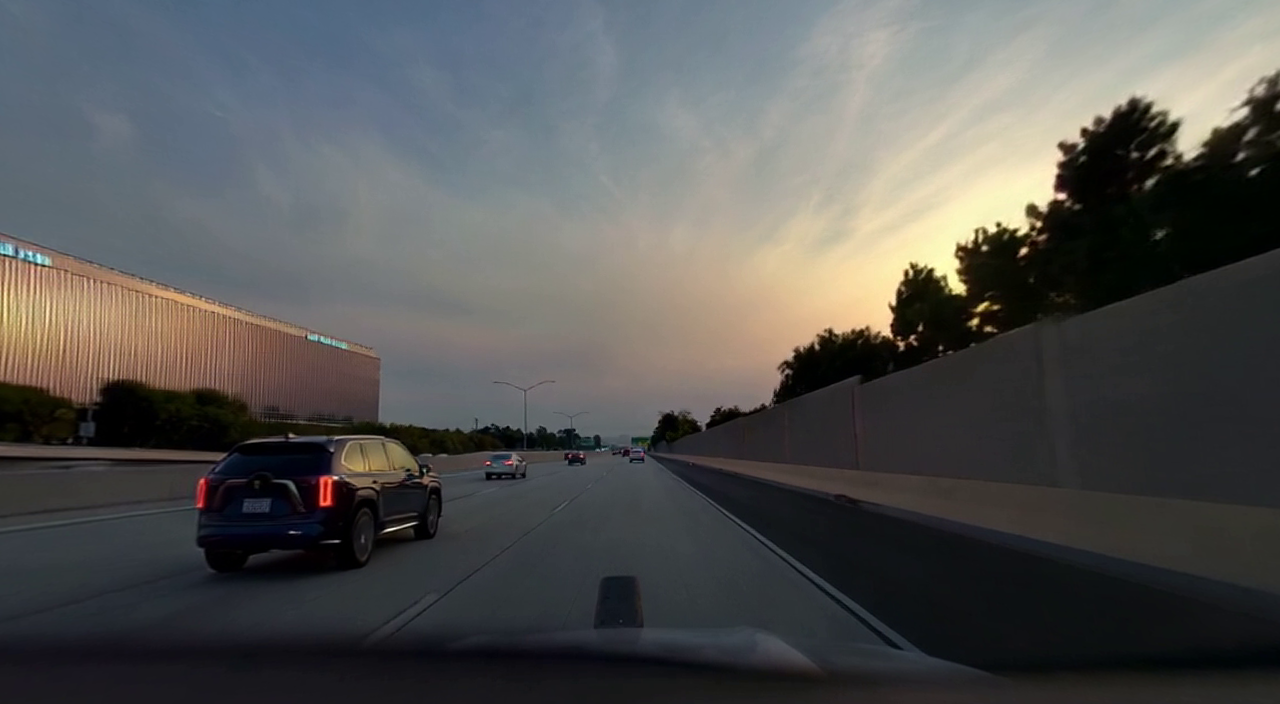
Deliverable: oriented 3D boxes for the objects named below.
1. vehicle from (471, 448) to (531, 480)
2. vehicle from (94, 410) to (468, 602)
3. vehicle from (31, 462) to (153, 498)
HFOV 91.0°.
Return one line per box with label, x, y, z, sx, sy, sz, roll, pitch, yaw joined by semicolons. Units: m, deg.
vehicle;-7.196;5.836;33.177;1.998;1.542;4.953;0;-9;1
vehicle;-3.896;1.744;8.057;2.059;1.725;4.521;0;-9;1
vehicle;-27.982;6.528;32.421;1.981;1.585;4.761;0;-9;0
